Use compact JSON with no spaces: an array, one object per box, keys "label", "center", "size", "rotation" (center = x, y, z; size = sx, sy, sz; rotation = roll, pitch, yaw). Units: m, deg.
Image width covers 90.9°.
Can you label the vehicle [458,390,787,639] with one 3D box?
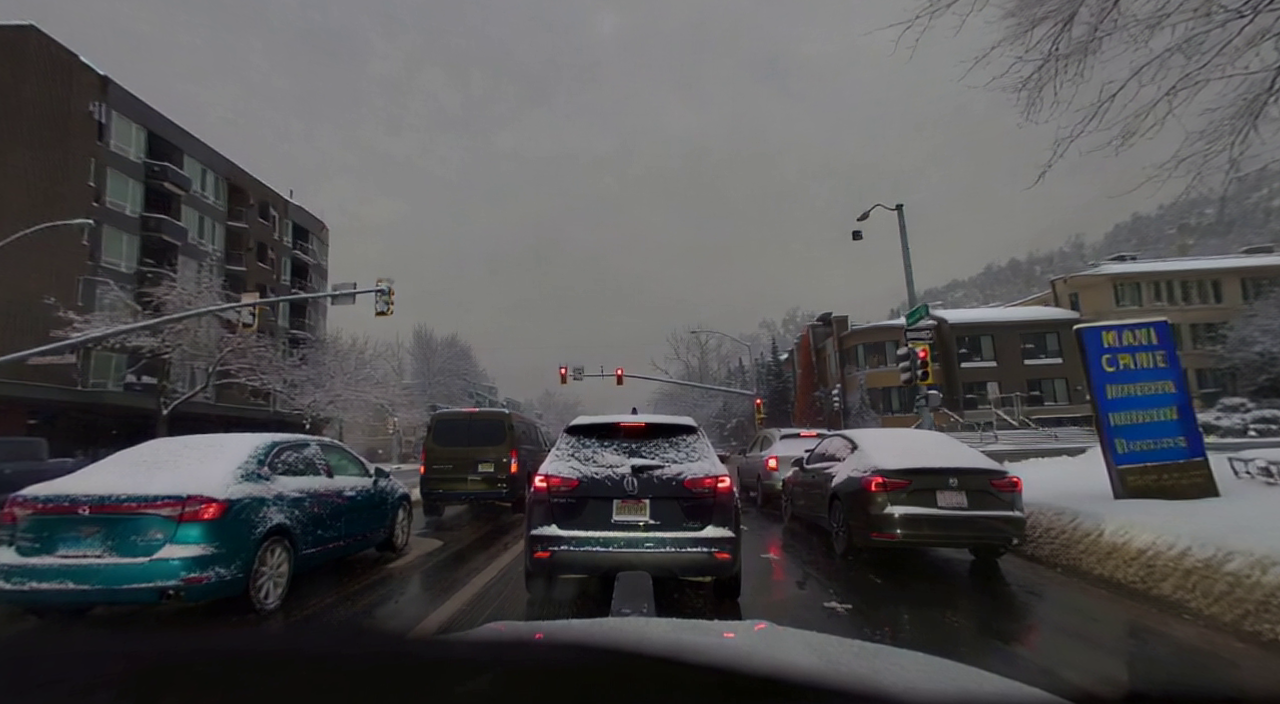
[{"label":"vehicle","center":[-0.132,1.408,6.439],"size":[2.195,1.662,4.262],"rotation":[0,-8,-1]}]

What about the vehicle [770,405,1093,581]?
[{"label":"vehicle","center":[3.218,1.662,8.262],"size":[2.004,1.646,4.554],"rotation":[0,-8,0]}]

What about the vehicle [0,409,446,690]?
[{"label":"vehicle","center":[-3.551,1.420,5.819],"size":[1.906,1.524,4.547],"rotation":[0,-8,2]}]
